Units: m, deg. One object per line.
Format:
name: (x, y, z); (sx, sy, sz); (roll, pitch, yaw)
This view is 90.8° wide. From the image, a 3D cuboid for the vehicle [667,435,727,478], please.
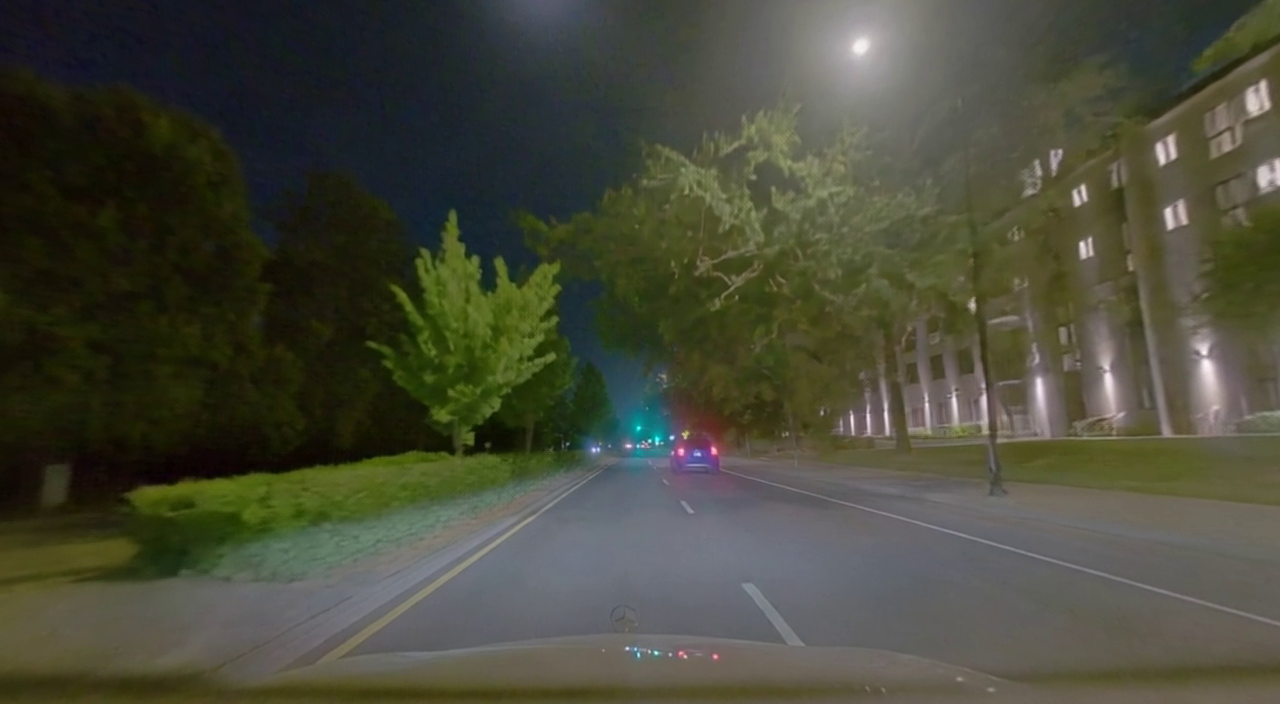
vehicle: (2.452, 4.653, 28.339); (2.164, 1.725, 4.285); (0, -9, -1)
